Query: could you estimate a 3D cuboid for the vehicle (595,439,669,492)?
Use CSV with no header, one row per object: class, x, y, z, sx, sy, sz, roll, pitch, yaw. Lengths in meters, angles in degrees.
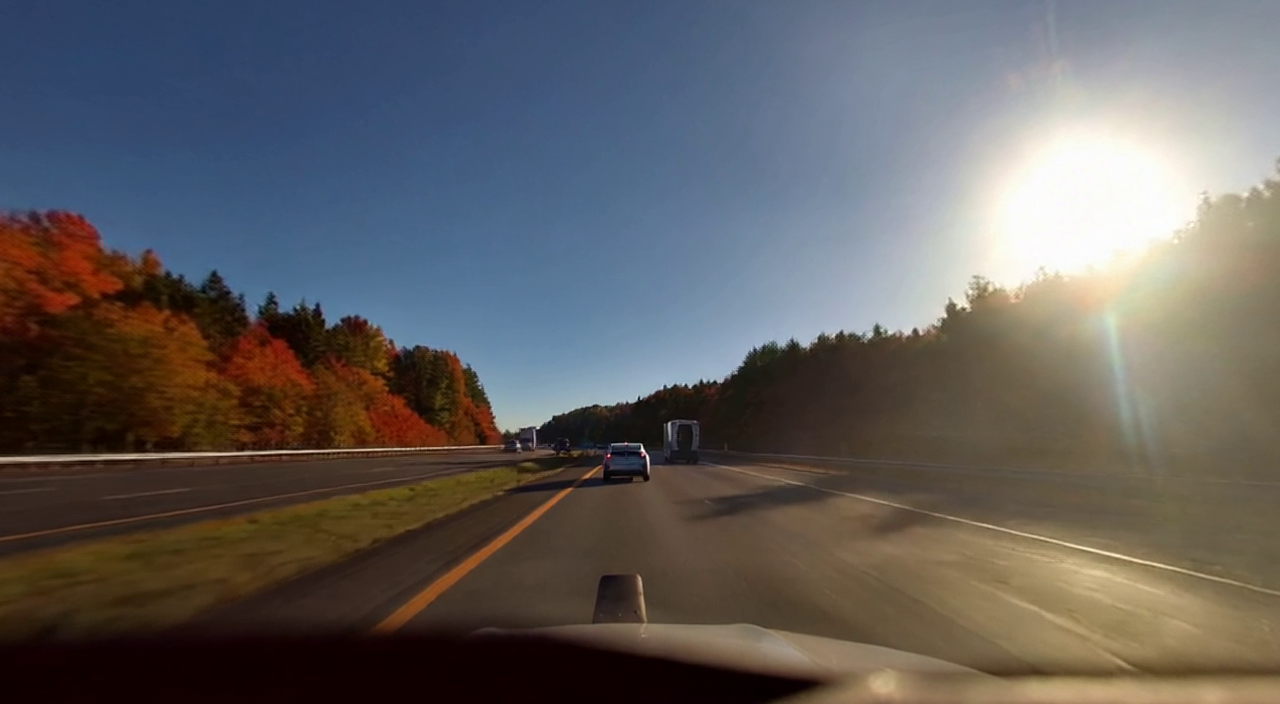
vehicle,-0.277,3.554,19.955,2.099,1.506,4.097,0,-9,-1
